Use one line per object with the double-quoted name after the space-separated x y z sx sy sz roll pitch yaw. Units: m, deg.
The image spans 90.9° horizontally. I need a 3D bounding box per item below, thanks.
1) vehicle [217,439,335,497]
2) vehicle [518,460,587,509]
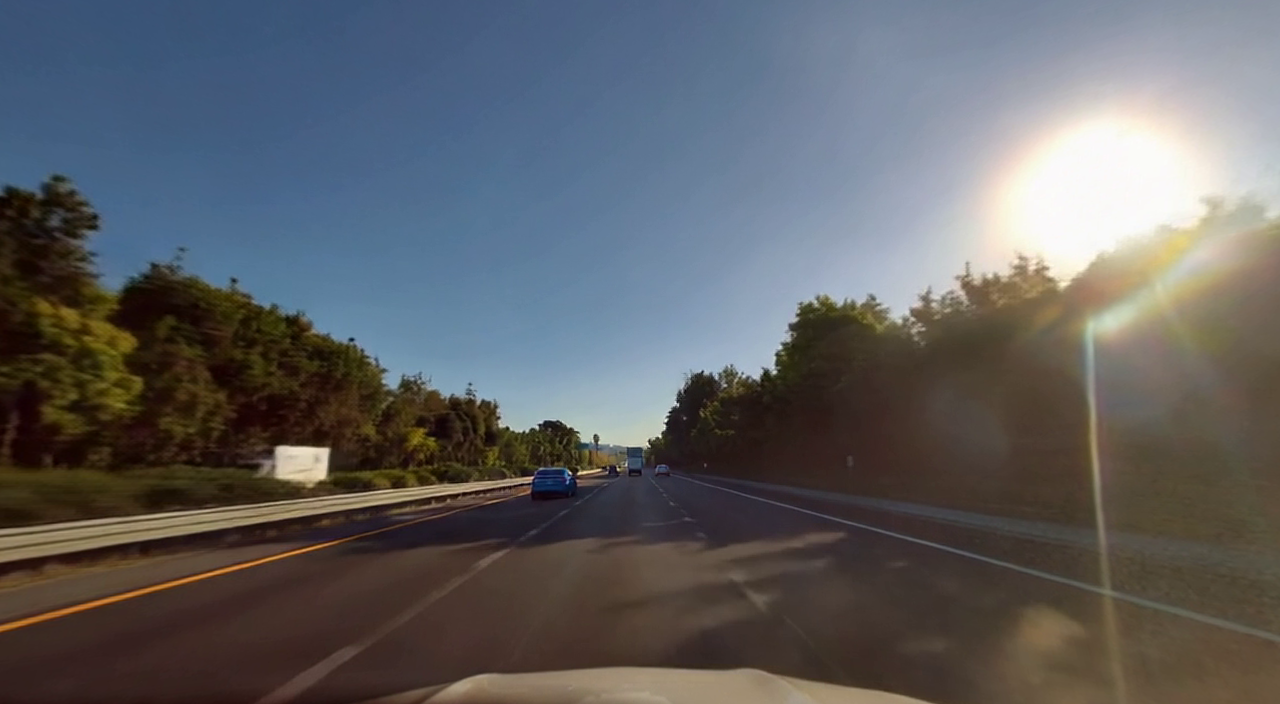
-19.369 6.287 34.054 2.562 2.777 6.237 -1 -11 0 "vehicle"
-2.983 4.638 22.324 1.797 1.532 4.072 1 -10 1 "vehicle"
